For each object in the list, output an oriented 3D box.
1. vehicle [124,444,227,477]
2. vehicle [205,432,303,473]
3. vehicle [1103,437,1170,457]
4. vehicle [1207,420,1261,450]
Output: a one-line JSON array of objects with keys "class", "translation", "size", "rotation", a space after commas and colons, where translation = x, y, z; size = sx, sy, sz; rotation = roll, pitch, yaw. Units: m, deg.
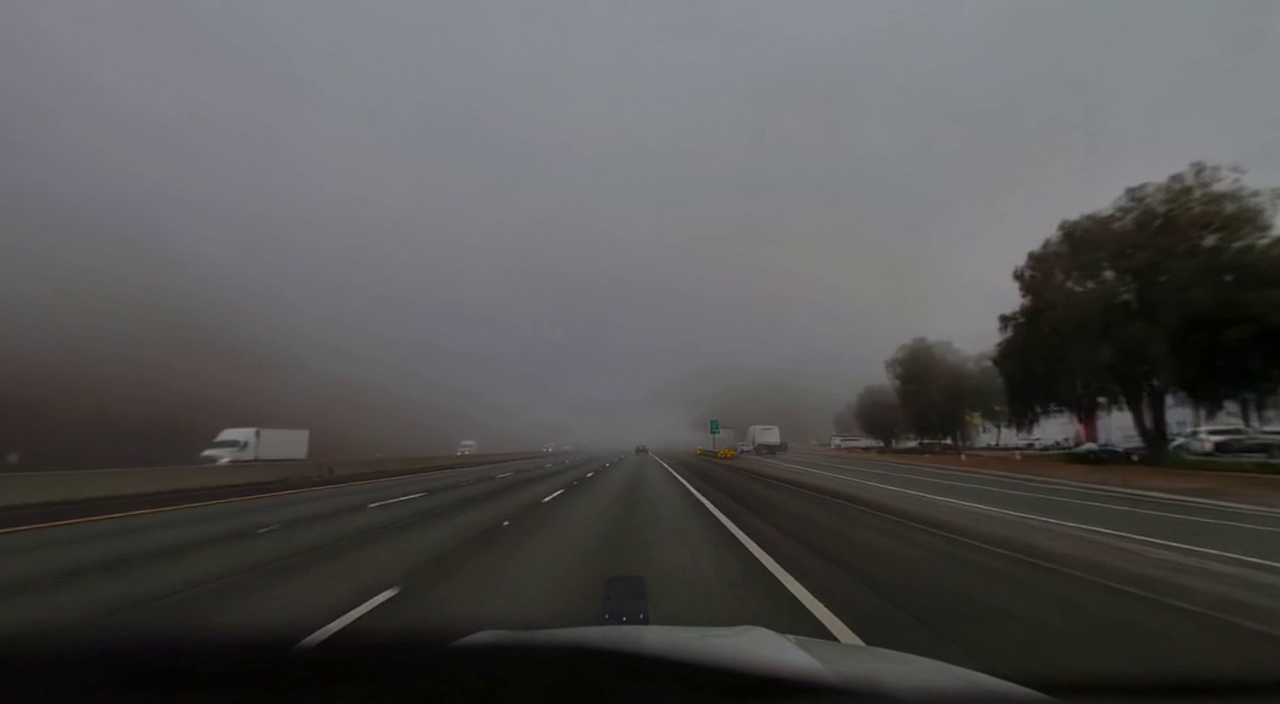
[{"class": "vehicle", "translation": [-25.140, 5.841, 34.373], "size": [1.961, 1.634, 4.758], "rotation": [0, -8, 0]}, {"class": "vehicle", "translation": [-29.236, 7.594, 48.360], "size": [2.256, 2.796, 8.592], "rotation": [0, -7, -1]}, {"class": "vehicle", "translation": [34.915, 6.683, 44.348], "size": [4.865, 1.367, 2.082], "rotation": [5, -10, -32]}, {"class": "vehicle", "translation": [39.836, 5.541, 42.276], "size": [2.209, 1.949, 1.850], "rotation": [4, -8, -28]}]
